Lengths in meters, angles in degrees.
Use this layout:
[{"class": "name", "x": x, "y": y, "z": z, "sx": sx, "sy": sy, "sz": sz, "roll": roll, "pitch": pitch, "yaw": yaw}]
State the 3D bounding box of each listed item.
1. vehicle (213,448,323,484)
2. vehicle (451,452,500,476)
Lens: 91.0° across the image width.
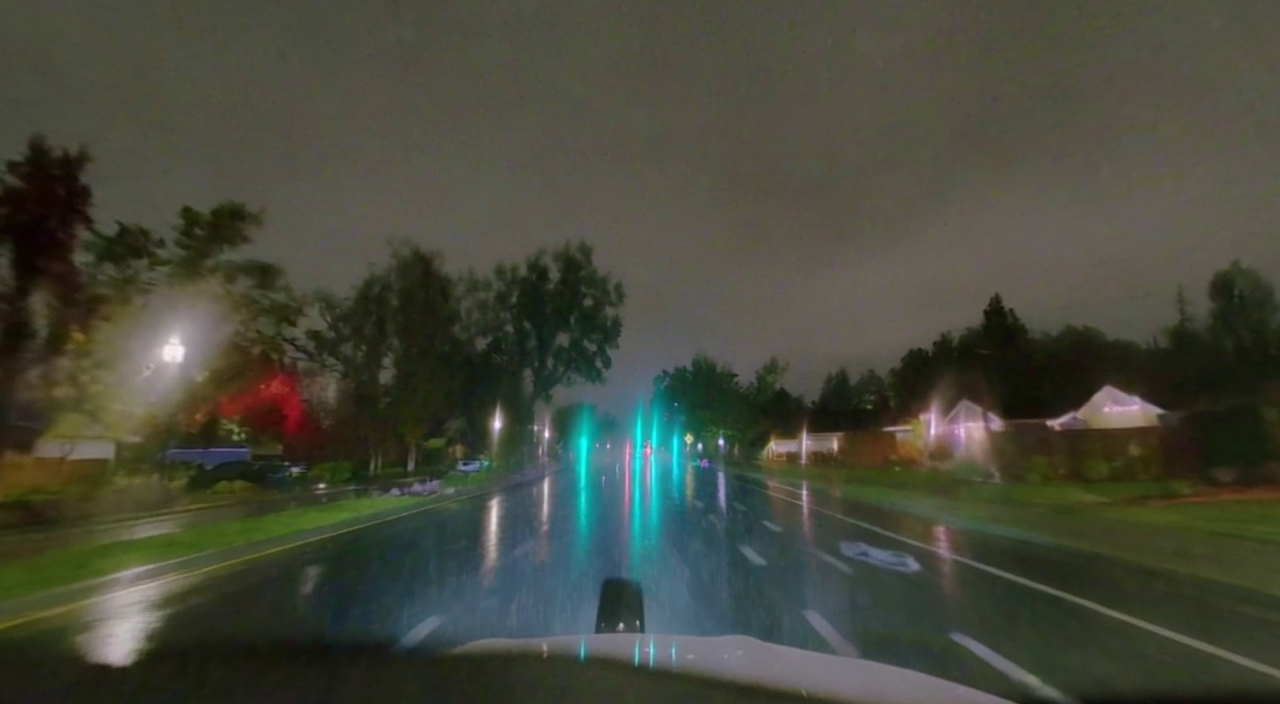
[{"class": "vehicle", "x": -18.890, "y": 5.767, "z": 32.094, "sx": 4.170, "sy": 1.704, "sz": 2.174, "roll": 0, "pitch": -9, "yaw": 2}, {"class": "vehicle", "x": -11.794, "y": 8.070, "z": 45.482, "sx": 2.150, "sy": 1.518, "sz": 4.785, "roll": -2, "pitch": -10, "yaw": 1}]
